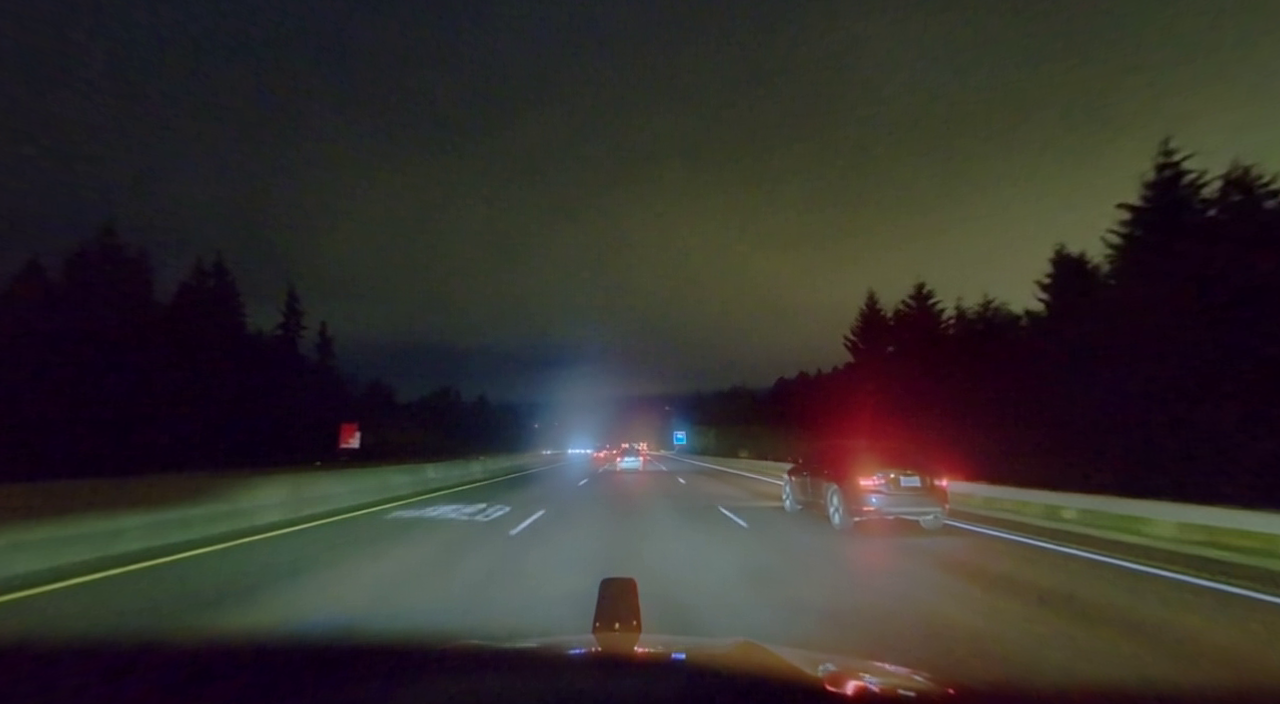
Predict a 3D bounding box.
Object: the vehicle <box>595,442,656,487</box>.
[{"bbox_3d":[-0.524,4.156,23.456,2.066,1.490,3.759,0,-9,-1],"label":"vehicle"}]
